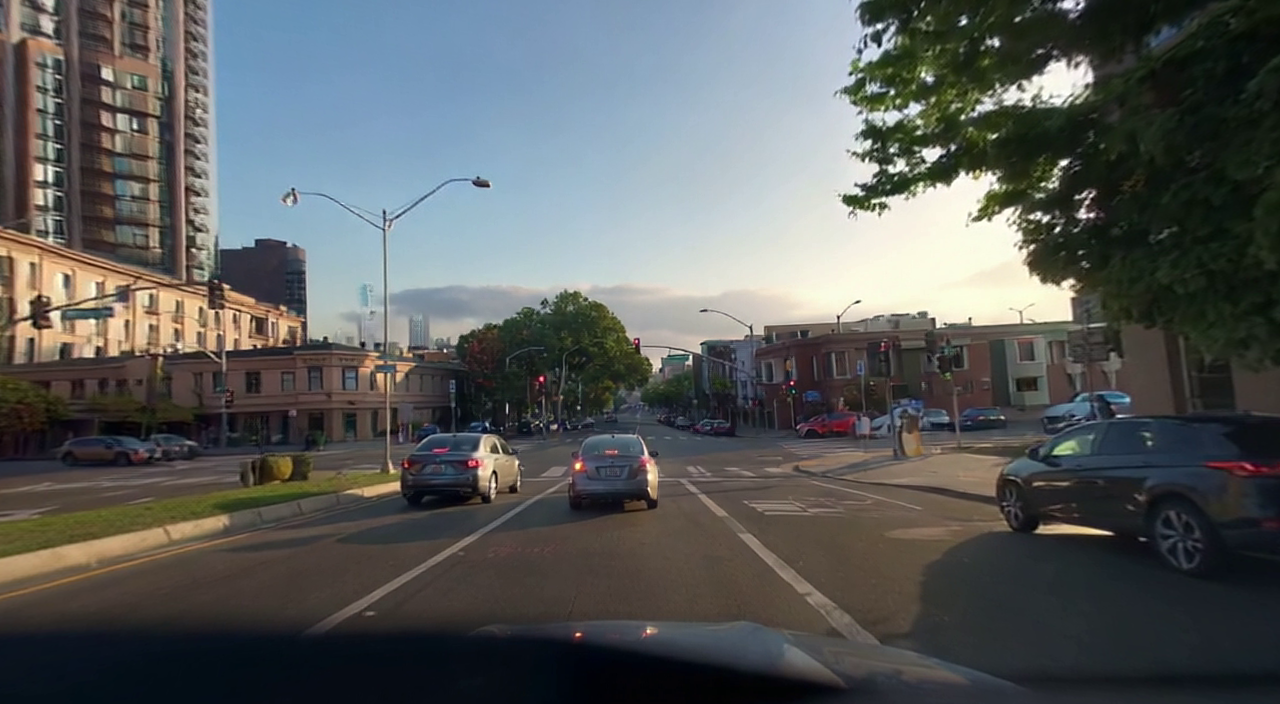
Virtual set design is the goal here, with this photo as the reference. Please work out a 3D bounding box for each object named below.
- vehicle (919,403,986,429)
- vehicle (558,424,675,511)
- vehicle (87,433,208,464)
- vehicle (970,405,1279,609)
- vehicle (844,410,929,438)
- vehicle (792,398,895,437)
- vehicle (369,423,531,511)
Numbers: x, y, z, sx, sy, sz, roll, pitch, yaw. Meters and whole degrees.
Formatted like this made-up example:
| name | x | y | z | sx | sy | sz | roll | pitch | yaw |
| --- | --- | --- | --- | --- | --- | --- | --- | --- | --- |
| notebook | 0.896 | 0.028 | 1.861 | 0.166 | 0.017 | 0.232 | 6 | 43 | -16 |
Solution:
| name | x | y | z | sx | sy | sz | roll | pitch | yaw |
| --- | --- | --- | --- | --- | --- | --- | --- | --- | --- |
| vehicle | 21.315 | 4.428 | 43.003 | 5.017 | 1.542 | 2.055 | 6 | -11 | -38 |
| vehicle | -0.428 | 2.340 | 13.195 | 2.082 | 1.520 | 3.896 | 0 | -8 | 0 |
| vehicle | -24.417 | 4.795 | 31.414 | 4.453 | 1.471 | 1.921 | -1 | -8 | 4 |
| vehicle | 6.229 | 1.634 | 7.617 | 1.904 | 1.705 | 4.510 | 0 | -8 | -2 |
| vehicle | 15.220 | 4.472 | 39.030 | 4.775 | 1.604 | 1.915 | 3 | -9 | -20 |
| vehicle | 13.816 | 4.490 | 42.892 | 6.541 | 2.480 | 2.259 | 3 | -9 | -19 |
| vehicle | -3.693 | 2.331 | 13.249 | 1.934 | 1.522 | 4.464 | 0 | -8 | 1 |
